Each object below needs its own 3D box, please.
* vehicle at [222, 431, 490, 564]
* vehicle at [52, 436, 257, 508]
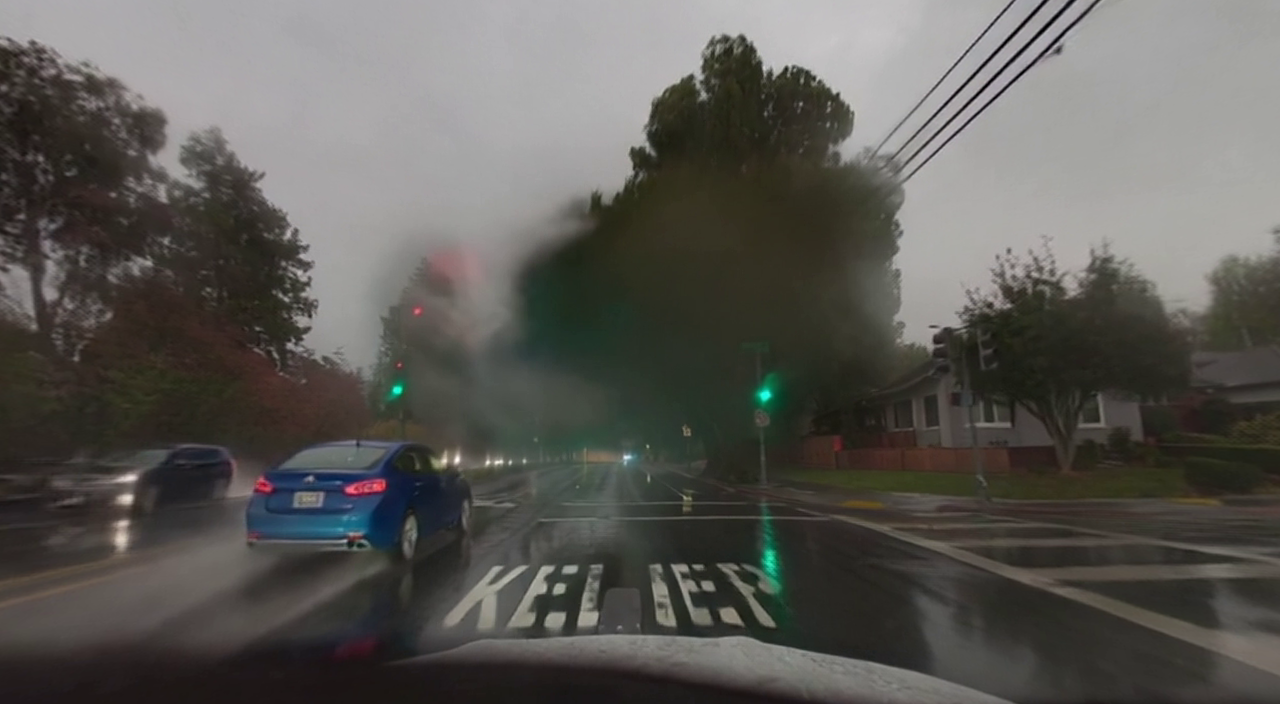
[{"bbox_3d":[-3.803,2.001,9.569,1.980,1.508,4.502,0,-8,0],"label":"vehicle"},{"bbox_3d":[-13.742,3.388,18.441,2.115,1.794,4.961,0,-8,-2],"label":"vehicle"}]
